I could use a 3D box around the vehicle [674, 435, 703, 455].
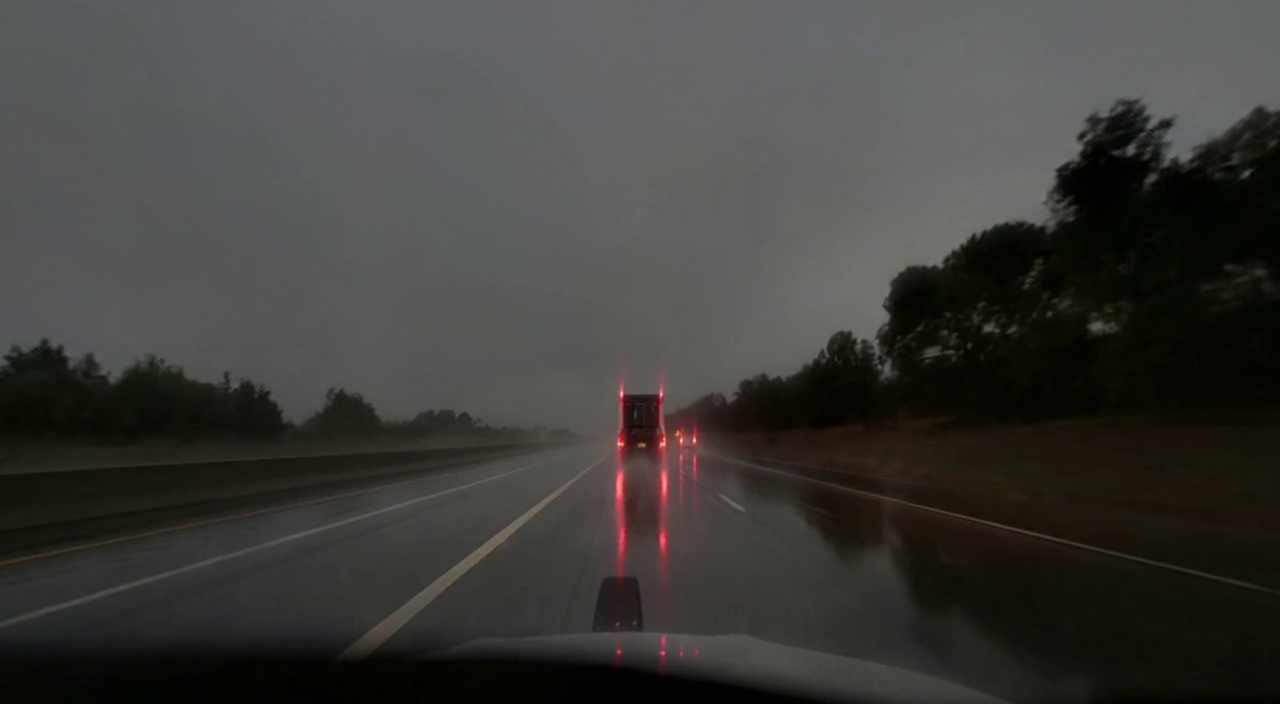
[{"bbox_3d":[3.775,7.308,49.639,1.910,1.492,4.324,0,-8,0],"label":"vehicle"}]

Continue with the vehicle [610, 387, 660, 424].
[{"bbox_3d":[-0.204,2.505,28.730,2.112,1.472,4.240,0,-8,0],"label":"vehicle"}]

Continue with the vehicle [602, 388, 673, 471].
[{"bbox_3d":[-0.304,4.060,32.976,2.953,3.406,13.372,1,-7,-2],"label":"vehicle"}]
